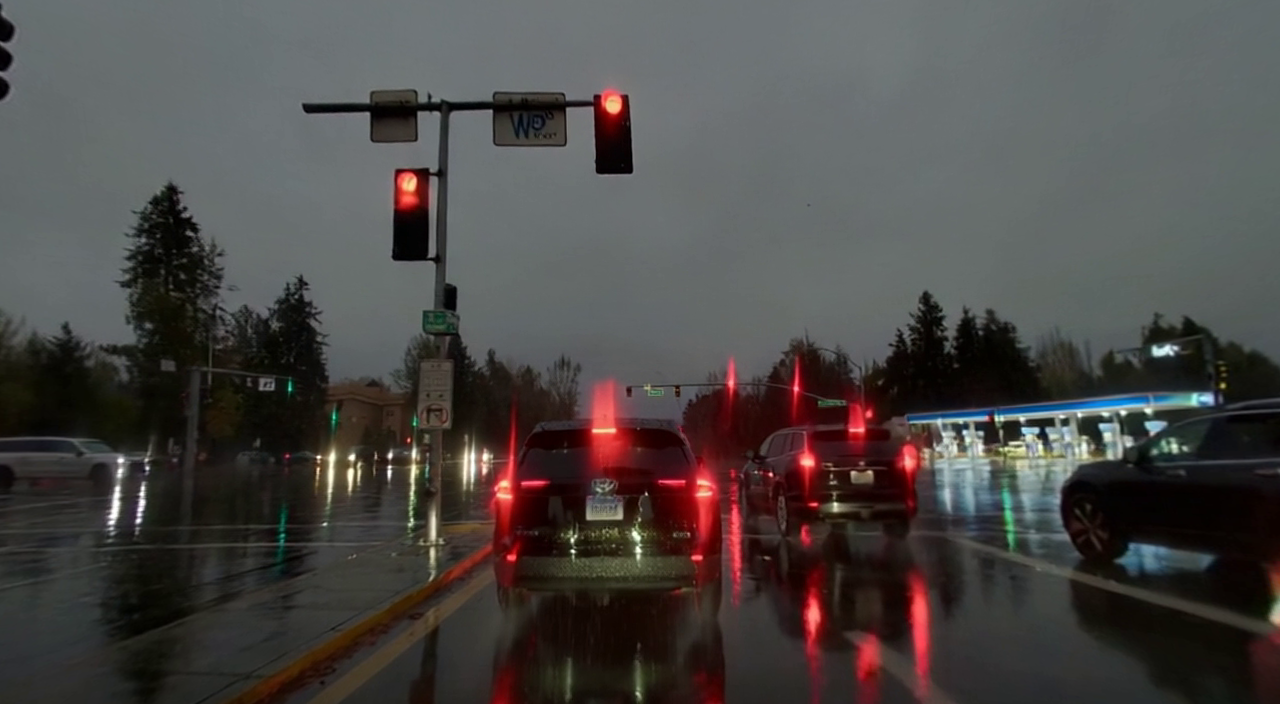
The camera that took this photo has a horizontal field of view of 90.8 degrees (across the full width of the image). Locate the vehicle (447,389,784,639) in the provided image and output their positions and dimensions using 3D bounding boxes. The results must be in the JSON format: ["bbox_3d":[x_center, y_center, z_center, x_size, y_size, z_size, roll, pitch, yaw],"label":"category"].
[{"bbox_3d":[-0.190,1.479,6.813,2.351,1.733,4.616,0,-9,0],"label":"vehicle"}]

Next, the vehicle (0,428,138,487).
[{"bbox_3d":[-28.960,5.147,30.955,6.772,2.769,2.305,-1,-9,3],"label":"vehicle"}]

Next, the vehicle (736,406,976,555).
[{"bbox_3d":[2.971,1.890,9.943,2.060,1.783,4.411,0,-9,-2],"label":"vehicle"}]

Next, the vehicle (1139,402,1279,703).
[{"bbox_3d":[3.048,0.627,0.256,1.965,1.460,4.581,0,-9,1],"label":"vehicle"}]
